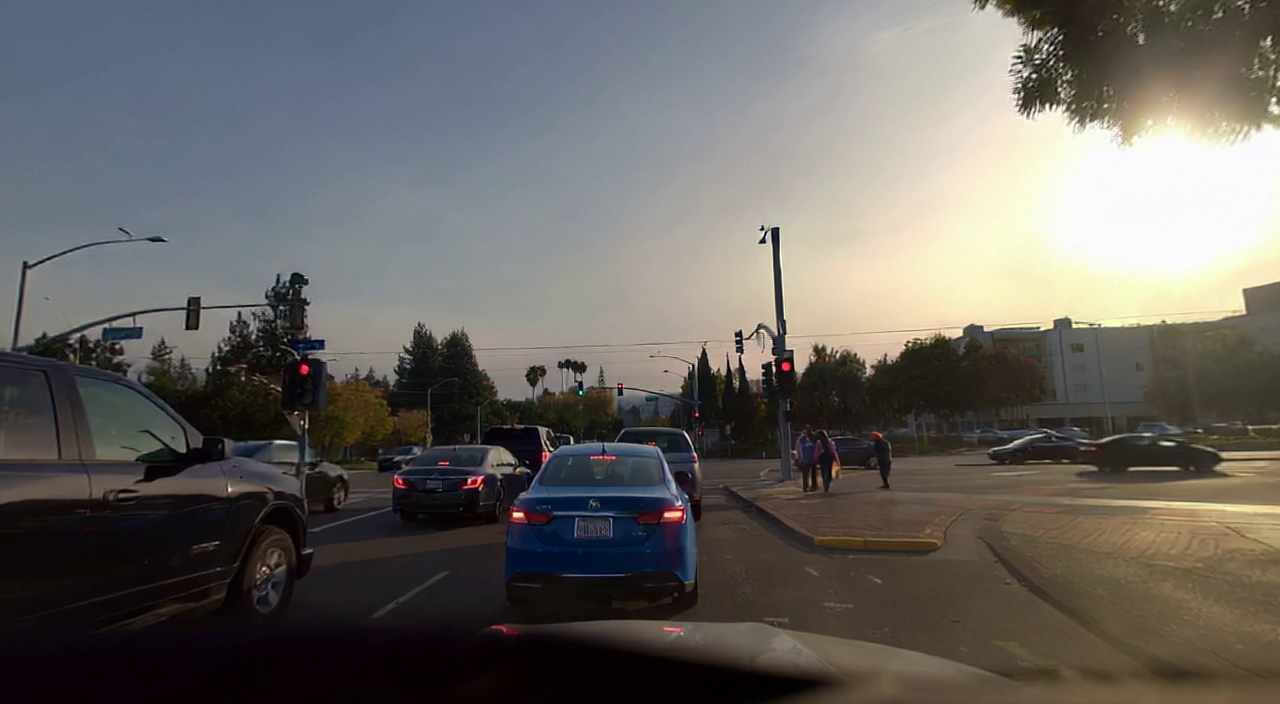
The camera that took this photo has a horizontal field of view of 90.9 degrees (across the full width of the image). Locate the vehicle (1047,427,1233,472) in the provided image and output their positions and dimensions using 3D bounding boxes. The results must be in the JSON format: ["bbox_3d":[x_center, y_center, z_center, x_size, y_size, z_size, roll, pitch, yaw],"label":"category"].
[{"bbox_3d":[19.218,3.786,24.483,5.192,1.620,2.072,-1,-9,7],"label":"vehicle"}]

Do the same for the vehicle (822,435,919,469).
[{"bbox_3d":[12.219,5.336,33.628,4.394,1.724,1.886,0,-9,1],"label":"vehicle"}]

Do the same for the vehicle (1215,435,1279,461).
[{"bbox_3d":[36.302,5.514,36.141,4.643,1.464,1.840,-1,-9,3],"label":"vehicle"}]

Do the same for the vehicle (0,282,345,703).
[{"bbox_3d":[-3.690,0.749,2.832,2.202,1.961,4.980,0,-9,1],"label":"vehicle"}]

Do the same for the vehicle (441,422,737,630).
[{"bbox_3d":[-0.361,1.608,6.878,2.144,1.497,4.446,0,-9,0],"label":"vehicle"}]

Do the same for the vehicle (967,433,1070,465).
[{"bbox_3d":[21.959,5.647,36.721,4.529,1.786,2.110,0,-9,2],"label":"vehicle"}]
